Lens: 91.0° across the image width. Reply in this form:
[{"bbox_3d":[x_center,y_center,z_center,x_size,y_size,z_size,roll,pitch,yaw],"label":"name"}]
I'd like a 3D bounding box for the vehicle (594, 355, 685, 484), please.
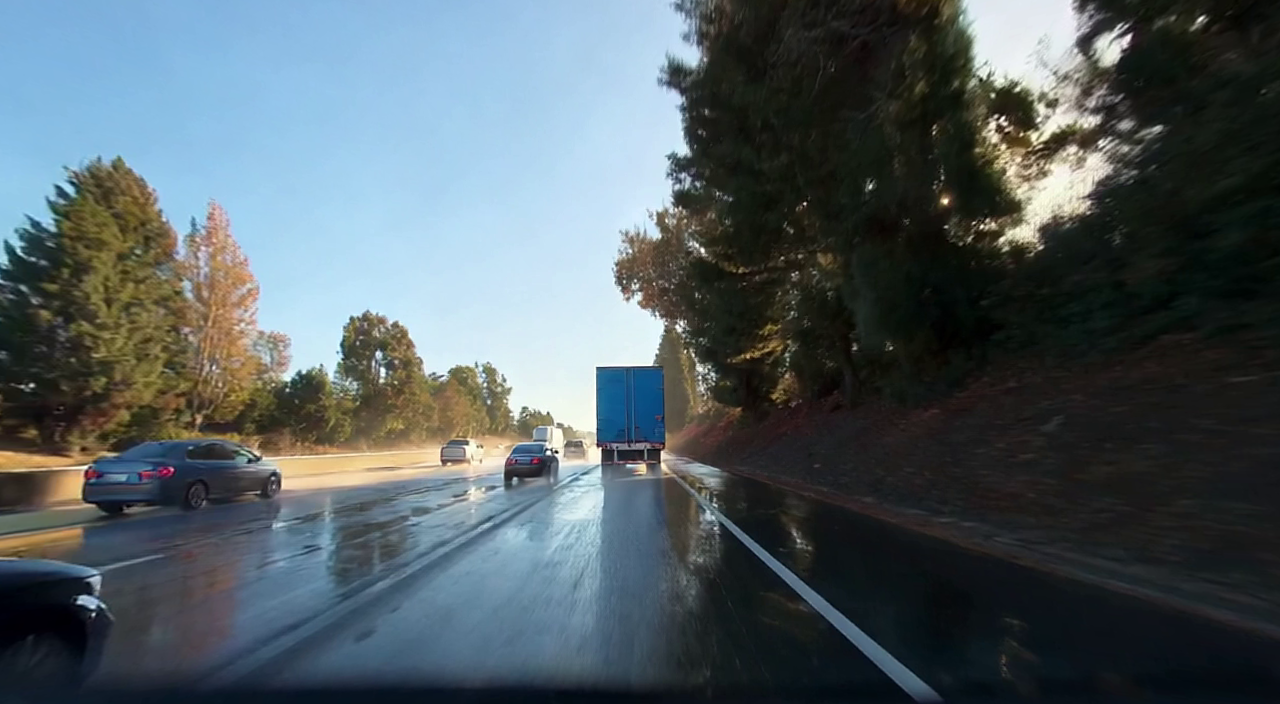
[{"bbox_3d":[-0.242,2.899,25.590,2.913,4.113,10.724,0,-8,-2],"label":"vehicle"}]

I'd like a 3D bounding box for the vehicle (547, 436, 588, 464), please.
[{"bbox_3d":[-4.600,6.320,40.662,2.158,1.680,4.087,0,-8,0],"label":"vehicle"}]

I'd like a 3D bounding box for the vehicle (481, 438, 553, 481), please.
[{"bbox_3d":[-4.864,4.281,25.458,2.164,1.582,3.979,0,-8,-1],"label":"vehicle"}]

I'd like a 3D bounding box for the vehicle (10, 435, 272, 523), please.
[{"bbox_3d":[-10.062,2.547,13.322,1.899,1.517,4.554,0,-8,-2],"label":"vehicle"}]

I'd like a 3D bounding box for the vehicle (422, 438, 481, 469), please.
[{"bbox_3d":[-10.310,5.584,34.778,1.952,1.590,4.090,0,-8,0],"label":"vehicle"}]
